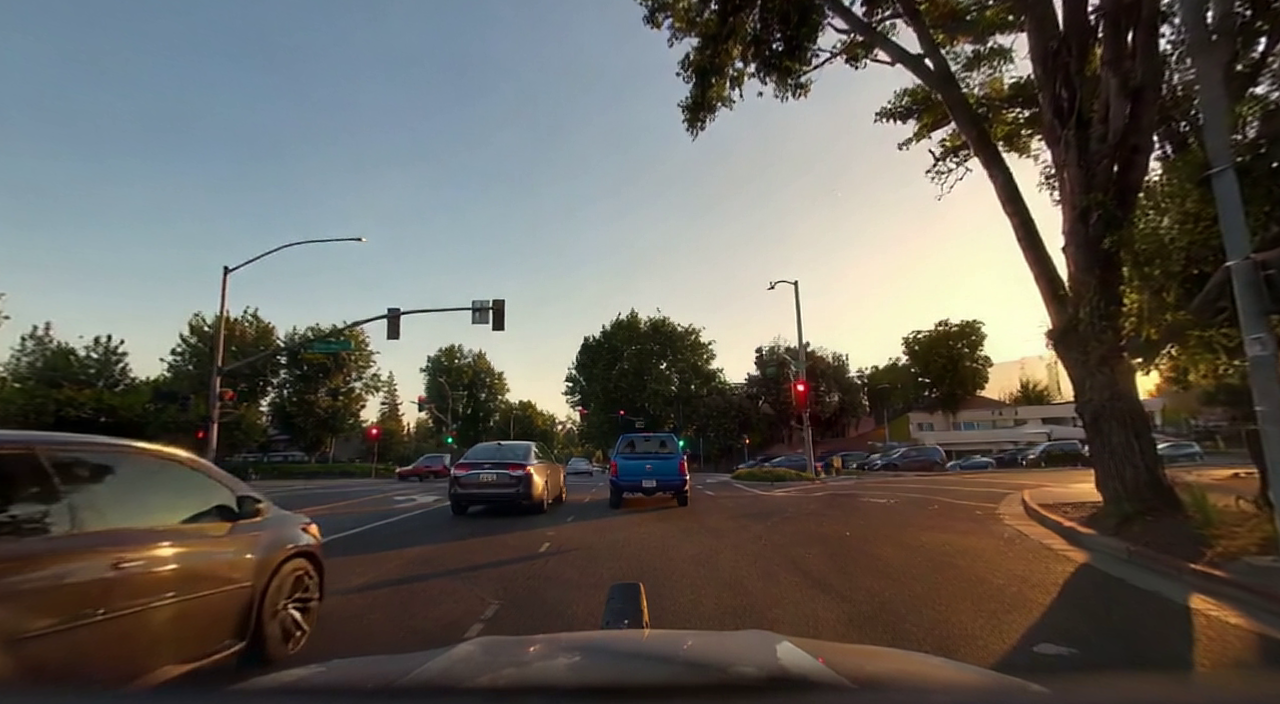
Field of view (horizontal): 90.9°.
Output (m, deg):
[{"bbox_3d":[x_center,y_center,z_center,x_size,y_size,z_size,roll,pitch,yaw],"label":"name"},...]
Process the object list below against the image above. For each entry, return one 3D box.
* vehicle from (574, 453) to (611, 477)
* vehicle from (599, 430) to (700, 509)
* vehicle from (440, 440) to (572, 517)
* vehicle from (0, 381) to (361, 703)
[{"bbox_3d":[-3.097,7.487,42.017,2.101,1.443,4.367,0,-8,0],"label":"vehicle"},{"bbox_3d":[0.215,2.834,15.615,2.163,1.678,3.846,0,-8,0],"label":"vehicle"},{"bbox_3d":[-2.861,2.804,14.556,2.013,1.474,4.393,0,-8,1],"label":"vehicle"},{"bbox_3d":[-3.108,0.993,2.940,1.960,1.528,3.490,0,-8,1],"label":"vehicle"}]
